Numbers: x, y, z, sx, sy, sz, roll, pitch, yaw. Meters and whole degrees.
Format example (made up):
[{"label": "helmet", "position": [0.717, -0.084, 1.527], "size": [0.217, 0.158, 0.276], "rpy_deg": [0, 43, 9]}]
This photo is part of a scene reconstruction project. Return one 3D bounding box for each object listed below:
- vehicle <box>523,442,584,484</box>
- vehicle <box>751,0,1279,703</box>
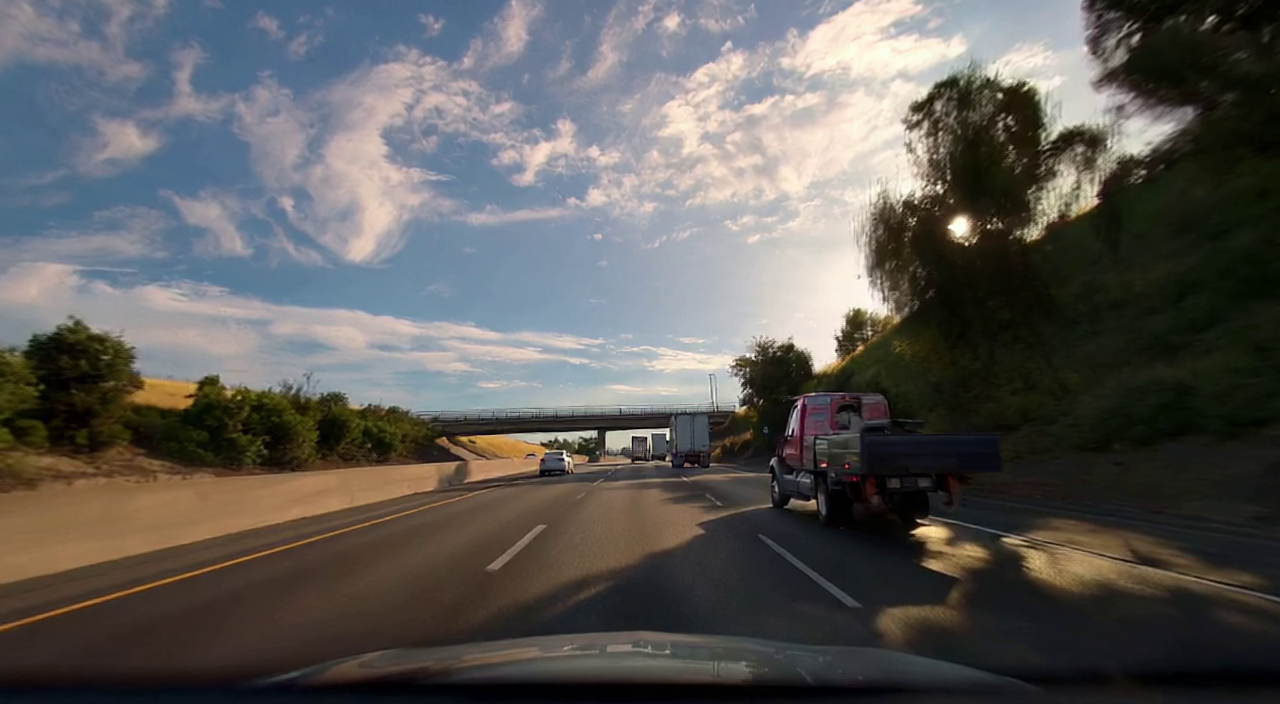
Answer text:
[{"label": "vehicle", "position": [-3.567, 4.678, 26.792], "size": [2.007, 1.647, 3.854], "rpy_deg": [0, -9, 1]}, {"label": "vehicle", "position": [3.947, 0.044, 4.019], "size": [3.031, 3.826, 17.142], "rpy_deg": [0, -9, -1]}]
